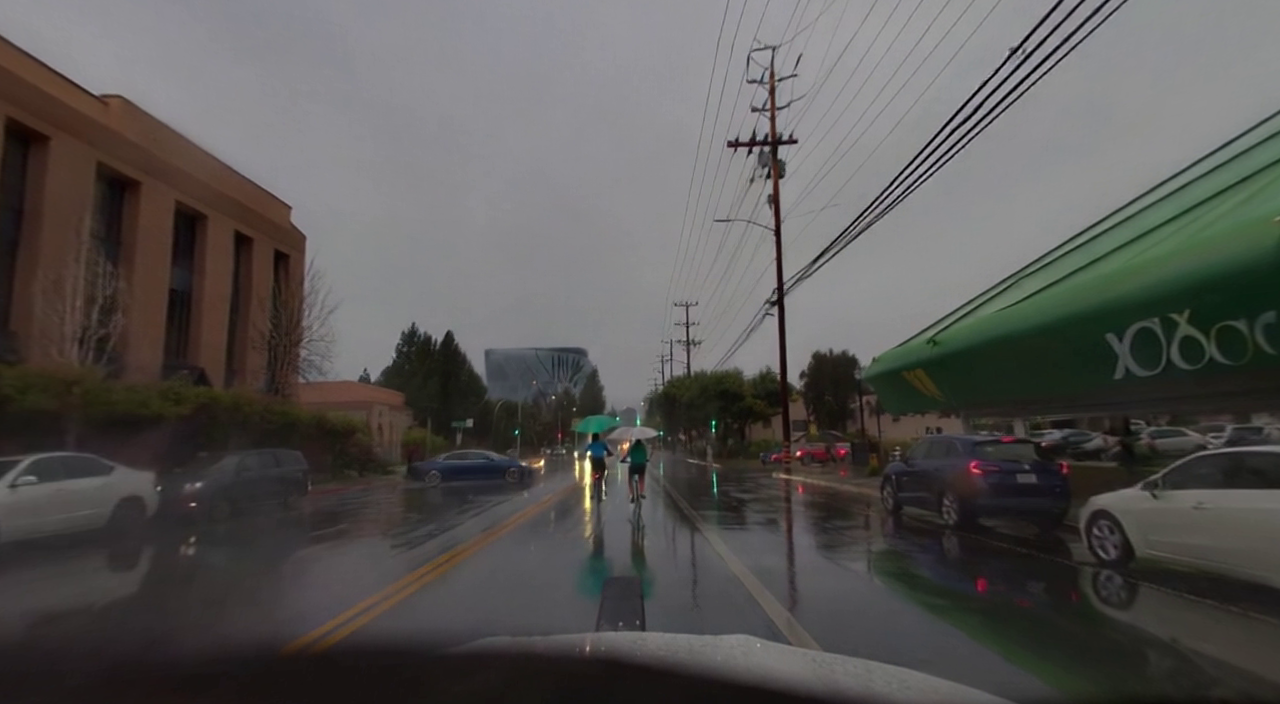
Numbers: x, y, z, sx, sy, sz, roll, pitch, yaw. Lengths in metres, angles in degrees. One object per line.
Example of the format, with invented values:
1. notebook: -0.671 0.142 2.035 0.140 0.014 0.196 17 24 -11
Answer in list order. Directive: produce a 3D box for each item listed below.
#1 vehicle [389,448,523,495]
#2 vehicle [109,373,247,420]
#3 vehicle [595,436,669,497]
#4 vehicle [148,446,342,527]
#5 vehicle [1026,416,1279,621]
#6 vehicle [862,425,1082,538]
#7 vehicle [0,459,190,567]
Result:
1. vehicle: -7.523 4.935 26.359 4.961 1.832 2.287 1 -9 -6
2. vehicle: -17.113 1.681 23.571 3.685 1.584 1.708 1 -9 -3
3. vehicle: -0.219 3.702 20.768 2.190 1.783 4.048 0 -8 0
4. vehicle: -10.266 3.460 17.028 2.075 1.816 4.900 0 -8 -1
5. vehicle: 5.882 1.448 5.969 1.900 1.566 3.995 0 -8 0
6. vehicle: 5.808 2.286 11.752 1.873 1.714 3.979 0 -8 0
7. vehicle: -10.250 2.604 10.686 1.904 1.495 4.585 0 -9 -1
